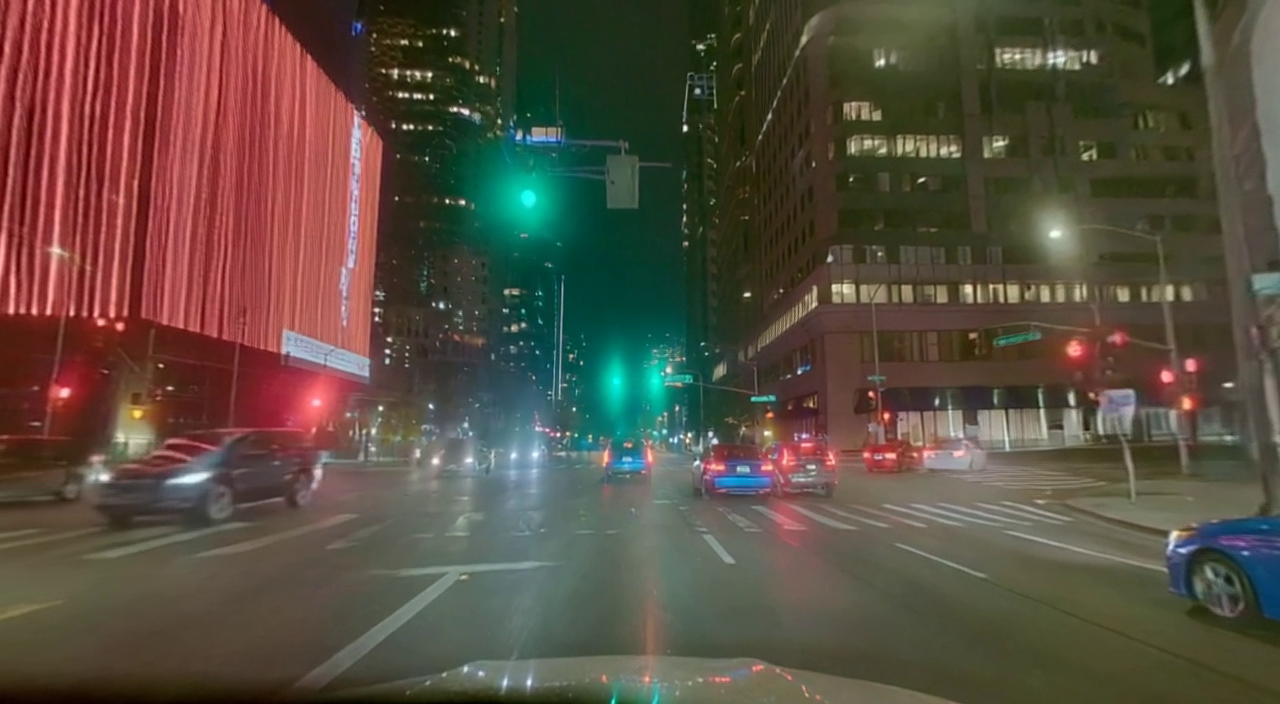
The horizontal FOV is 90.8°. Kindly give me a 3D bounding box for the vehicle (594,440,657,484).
[{"bbox_3d":[-0.524,3.961,23.032,2.096,1.457,4.160,0,-9,-1],"label":"vehicle"}]

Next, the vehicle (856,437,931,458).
[{"bbox_3d":[18.954,7.136,47.332,4.862,1.495,1.956,1,-9,-7],"label":"vehicle"}]

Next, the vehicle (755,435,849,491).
[{"bbox_3d":[5.512,3.840,22.177,2.015,1.745,4.444,0,-9,-2],"label":"vehicle"}]

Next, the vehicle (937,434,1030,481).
[{"bbox_3d":[14.452,4.373,26.472,4.640,1.794,2.008,8,-12,-43],"label":"vehicle"}]

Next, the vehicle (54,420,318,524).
[{"bbox_3d":[-9.316,2.497,13.684,2.142,1.817,4.823,0,-9,-1],"label":"vehicle"}]

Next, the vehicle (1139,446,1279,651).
[{"bbox_3d":[5.672,1.273,3.521,1.914,1.484,4.639,0,-9,-1],"label":"vehicle"}]

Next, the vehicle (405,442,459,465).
[{"bbox_3d":[-13.020,6.385,39.764,1.939,1.326,4.340,0,-9,0],"label":"vehicle"}]

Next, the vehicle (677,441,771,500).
[{"bbox_3d":[2.266,3.337,18.288,1.987,1.484,4.427,0,-9,-2],"label":"vehicle"}]
